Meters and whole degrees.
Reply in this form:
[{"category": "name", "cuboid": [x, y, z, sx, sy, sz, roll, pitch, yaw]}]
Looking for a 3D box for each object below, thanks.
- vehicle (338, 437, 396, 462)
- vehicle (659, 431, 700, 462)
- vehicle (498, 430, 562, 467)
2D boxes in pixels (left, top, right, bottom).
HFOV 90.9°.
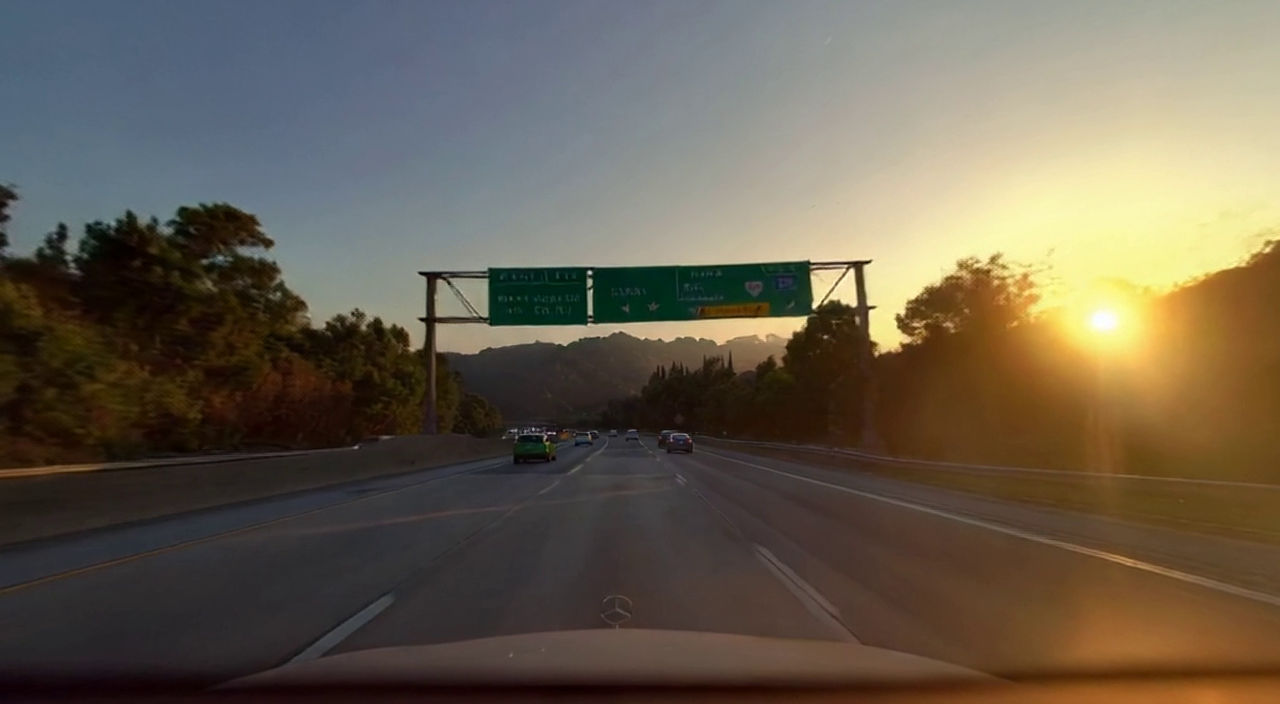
[{"category": "vehicle", "cuboid": [-16.973, 6.074, 39.389, 1.790, 1.453, 4.155, 0, -8, -1]}, {"category": "vehicle", "cuboid": [1.942, 4.751, 31.898, 1.869, 1.466, 3.356, 0, -7, 0]}, {"category": "vehicle", "cuboid": [-4.770, 4.238, 28.060, 2.023, 1.512, 4.804, 0, -7, 0]}]
